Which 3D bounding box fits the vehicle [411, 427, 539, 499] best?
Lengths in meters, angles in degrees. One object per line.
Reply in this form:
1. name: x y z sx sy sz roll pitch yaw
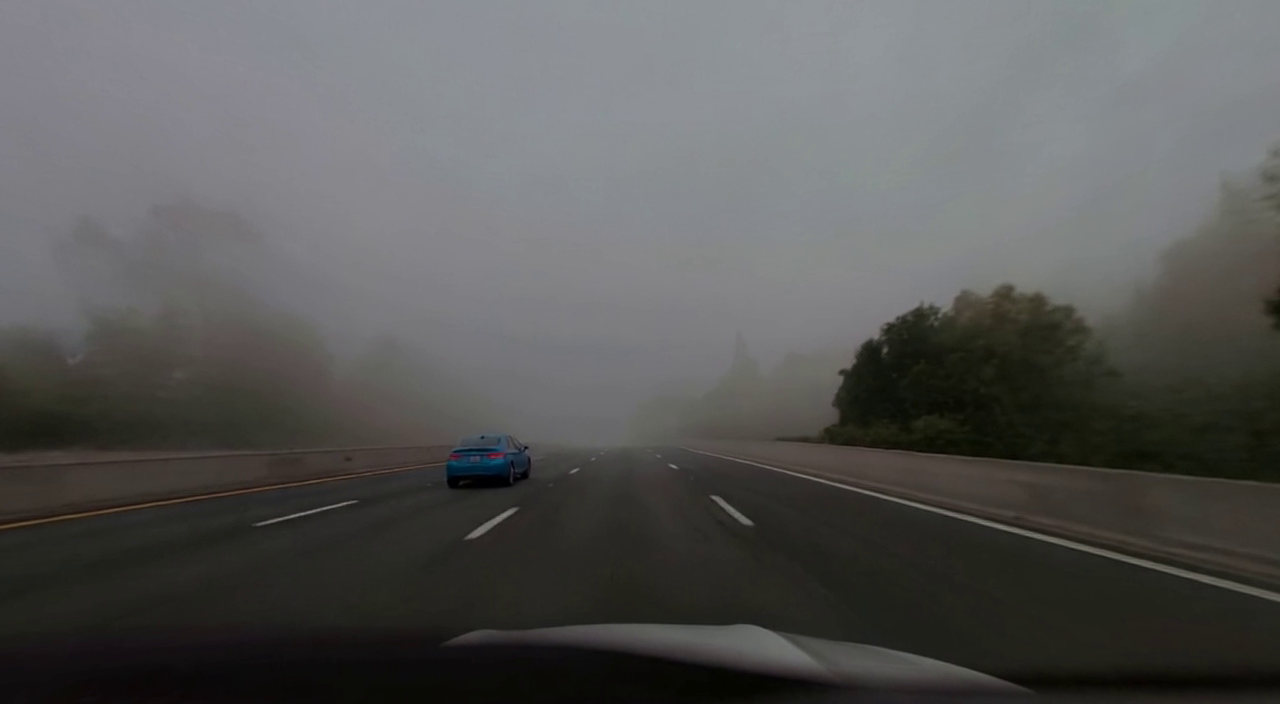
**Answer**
1. vehicle: -3.874 2.666 15.660 2.026 1.517 4.325 0 -8 0
